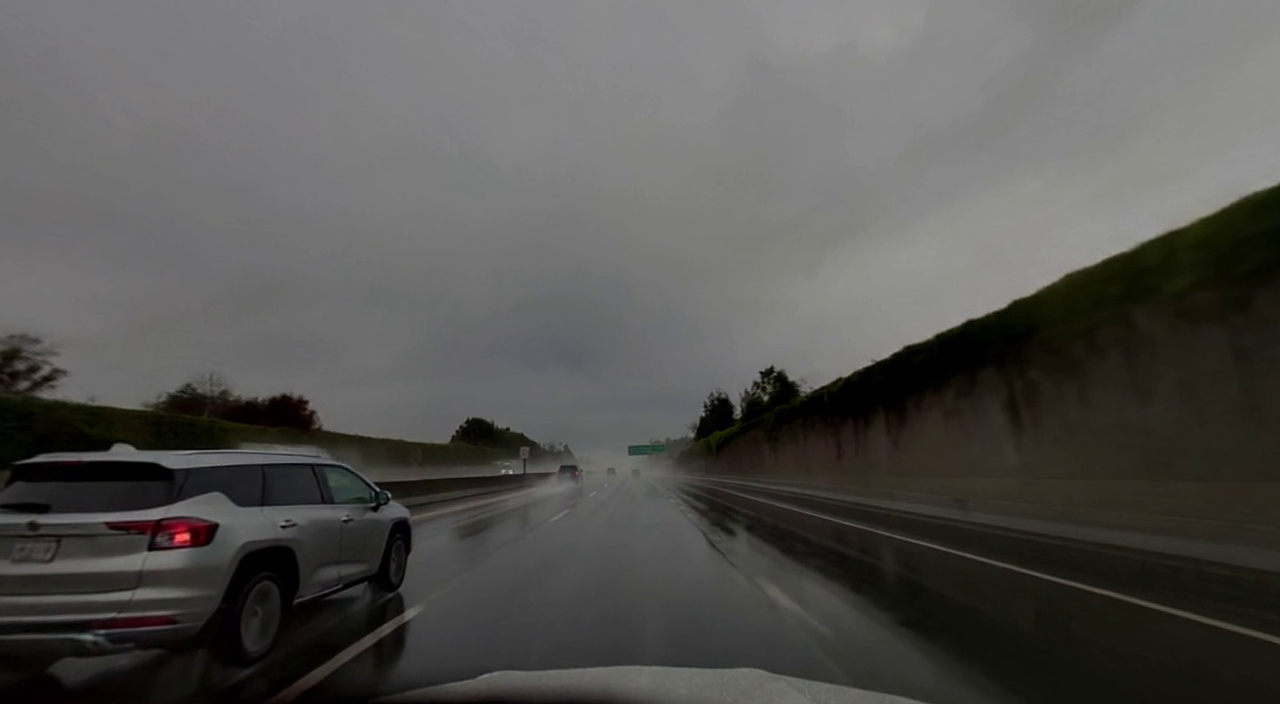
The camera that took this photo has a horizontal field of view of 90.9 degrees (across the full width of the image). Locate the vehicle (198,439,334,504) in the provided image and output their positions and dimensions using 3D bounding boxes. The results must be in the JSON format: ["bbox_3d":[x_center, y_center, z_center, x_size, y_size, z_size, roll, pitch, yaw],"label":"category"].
[{"bbox_3d":[-20.284,6.575,34.858,2.904,3.124,7.327,1,-10,0],"label":"vehicle"}]

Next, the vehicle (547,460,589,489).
[{"bbox_3d":[-4.615,7.984,41.289,2.178,1.736,4.847,1,-10,0],"label":"vehicle"}]
